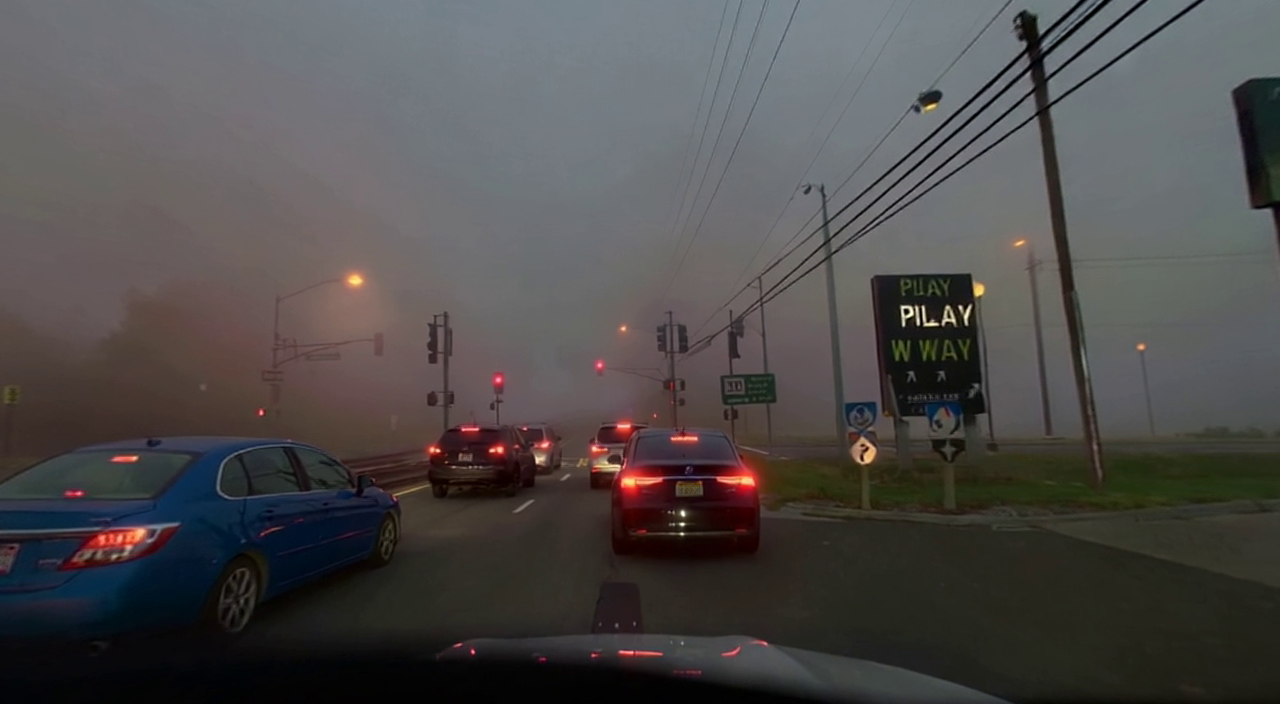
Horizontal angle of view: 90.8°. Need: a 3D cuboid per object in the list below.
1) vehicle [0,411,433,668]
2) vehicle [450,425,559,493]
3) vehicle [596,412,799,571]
[{"bbox_3d":[-3.685,1.425,5.998,1.956,1.468,4.585,0,-8,-1],"label":"vehicle"},{"bbox_3d":[-3.304,2.706,16.221,1.984,1.505,4.047,0,-8,-1],"label":"vehicle"},{"bbox_3d":[0.439,1.656,8.217,1.998,1.529,3.960,1,-8,-4],"label":"vehicle"}]
